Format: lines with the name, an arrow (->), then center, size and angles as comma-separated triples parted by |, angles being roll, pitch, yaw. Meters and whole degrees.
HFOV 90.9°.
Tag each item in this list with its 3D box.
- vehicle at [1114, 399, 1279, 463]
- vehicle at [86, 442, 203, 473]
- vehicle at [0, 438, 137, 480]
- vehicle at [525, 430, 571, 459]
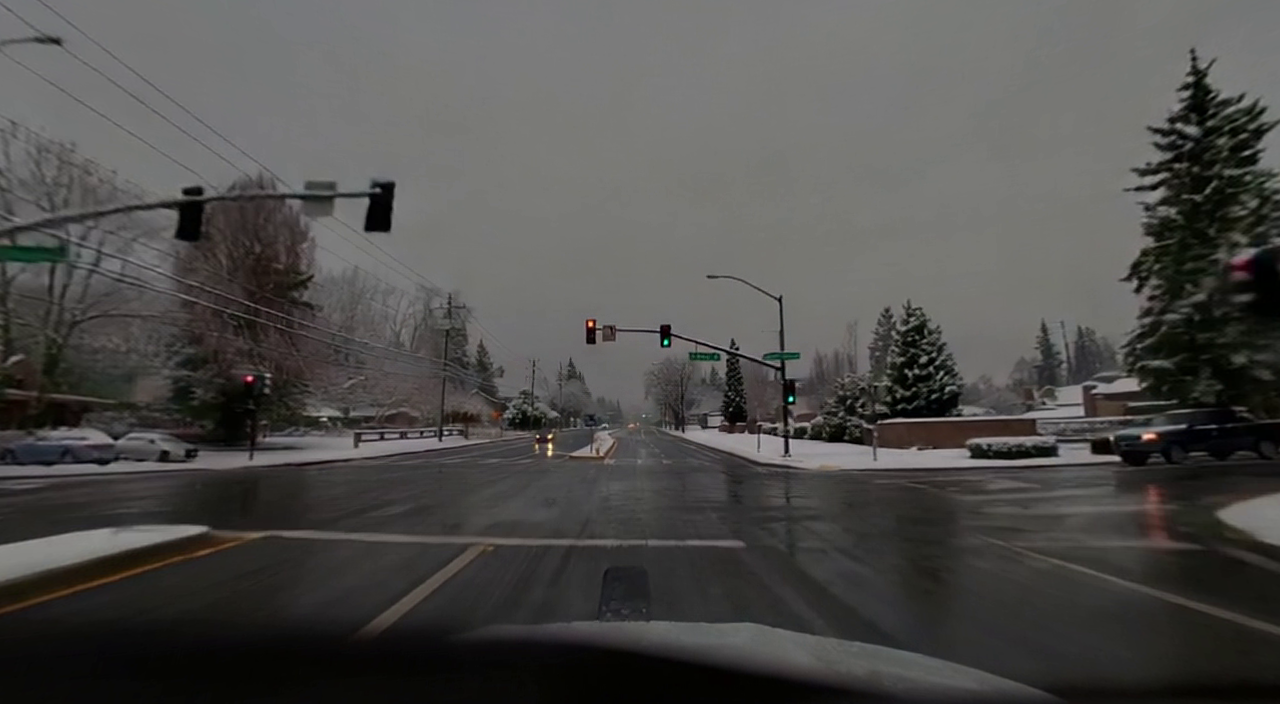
vehicle -> 18.721, 2.581, 20.436 | 4.775, 1.952, 2.239 | 0, -8, 2
vehicle -> -24.672, 5.260, 31.507 | 4.195, 1.493, 1.890 | 0, -8, -2
vehicle -> -24.783, 4.570, 27.048 | 4.553, 1.722, 1.915 | 0, -8, -3
vehicle -> -5.169, 5.207, 35.969 | 1.948, 1.471, 5.408 | 2, -7, -2
